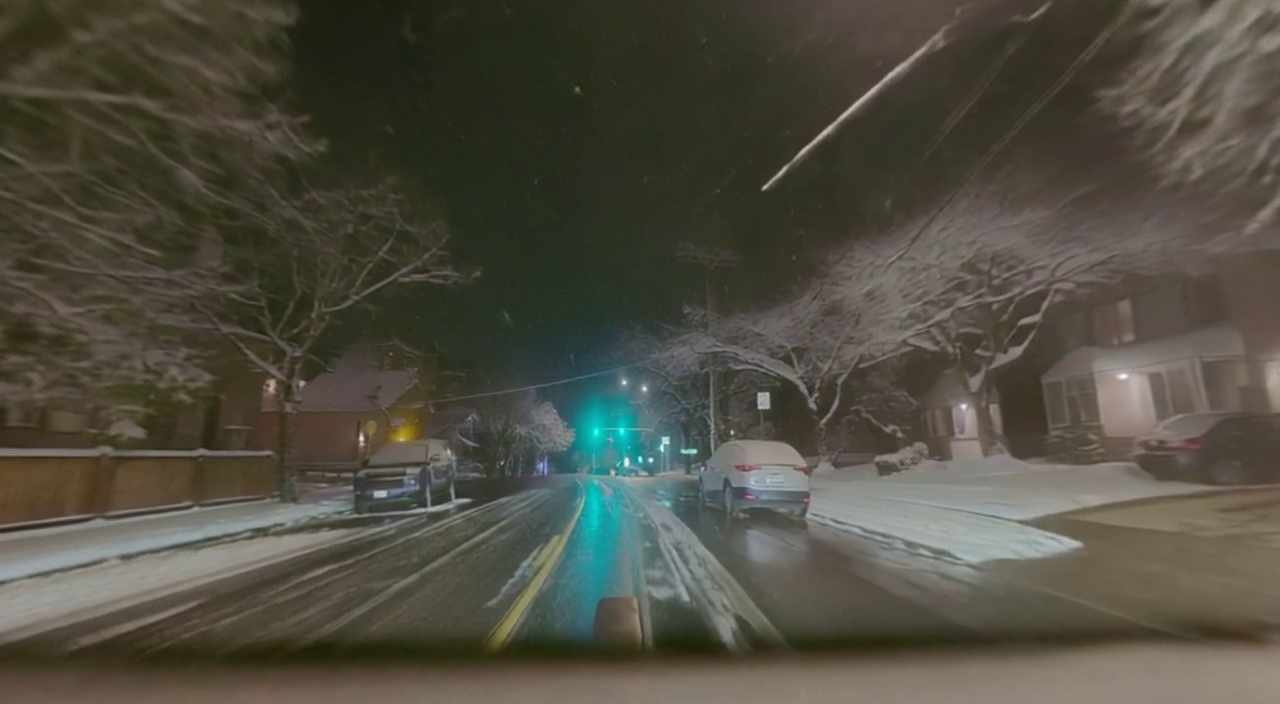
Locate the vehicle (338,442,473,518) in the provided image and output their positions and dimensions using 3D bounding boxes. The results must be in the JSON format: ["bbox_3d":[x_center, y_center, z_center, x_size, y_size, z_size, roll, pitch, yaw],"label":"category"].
[{"bbox_3d":[-5.953,3.238,16.704,2.051,1.575,4.581,-2,-7,-3],"label":"vehicle"}]

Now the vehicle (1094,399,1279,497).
[{"bbox_3d":[11.257,1.668,10.994,4.973,1.579,1.934,-2,-9,12],"label":"vehicle"}]

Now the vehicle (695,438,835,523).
[{"bbox_3d":[2.786,2.984,15.247,2.163,1.742,4.239,1,-9,-6],"label":"vehicle"}]
